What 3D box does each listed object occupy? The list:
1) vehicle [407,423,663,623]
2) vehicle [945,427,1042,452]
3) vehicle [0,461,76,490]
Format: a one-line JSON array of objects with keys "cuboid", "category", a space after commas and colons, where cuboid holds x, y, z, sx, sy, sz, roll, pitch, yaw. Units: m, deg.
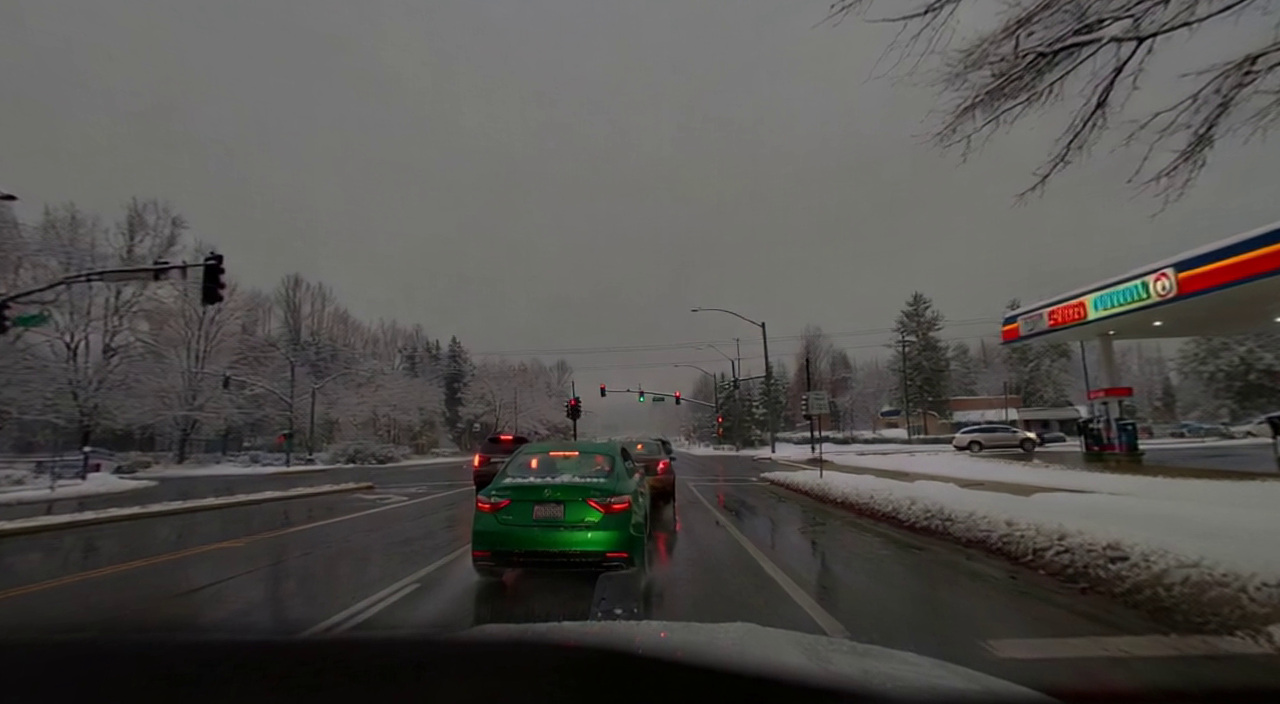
[{"cuboid": [-0.741, 1.650, 7.165, 1.916, 1.510, 4.447, -1, -8, 3], "category": "vehicle"}, {"cuboid": [22.169, 5.522, 39.749, 4.874, 1.502, 2.048, 0, -8, 0], "category": "vehicle"}, {"cuboid": [-35.336, 6.994, 35.964, 1.796, 1.440, 4.802, -1, -8, 4], "category": "vehicle"}]
